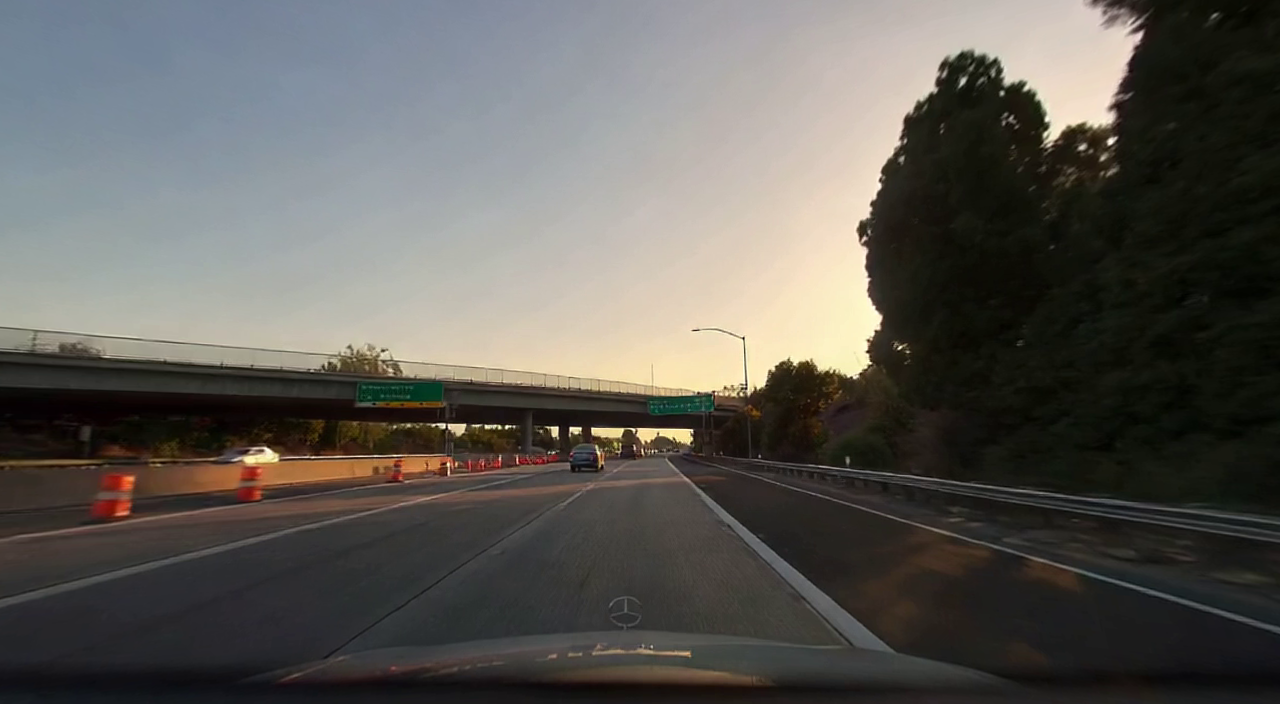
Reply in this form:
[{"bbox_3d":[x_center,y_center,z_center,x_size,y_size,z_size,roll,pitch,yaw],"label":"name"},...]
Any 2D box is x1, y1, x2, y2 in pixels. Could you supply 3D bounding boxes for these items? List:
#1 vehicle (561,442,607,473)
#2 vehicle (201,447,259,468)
[{"bbox_3d":[-3.056,5.852,34.987,2.078,1.629,4.059,0,-8,1],"label":"vehicle"},{"bbox_3d":[-27.490,7.067,42.164,1.532,1.374,3.384,0,-8,0],"label":"vehicle"}]
